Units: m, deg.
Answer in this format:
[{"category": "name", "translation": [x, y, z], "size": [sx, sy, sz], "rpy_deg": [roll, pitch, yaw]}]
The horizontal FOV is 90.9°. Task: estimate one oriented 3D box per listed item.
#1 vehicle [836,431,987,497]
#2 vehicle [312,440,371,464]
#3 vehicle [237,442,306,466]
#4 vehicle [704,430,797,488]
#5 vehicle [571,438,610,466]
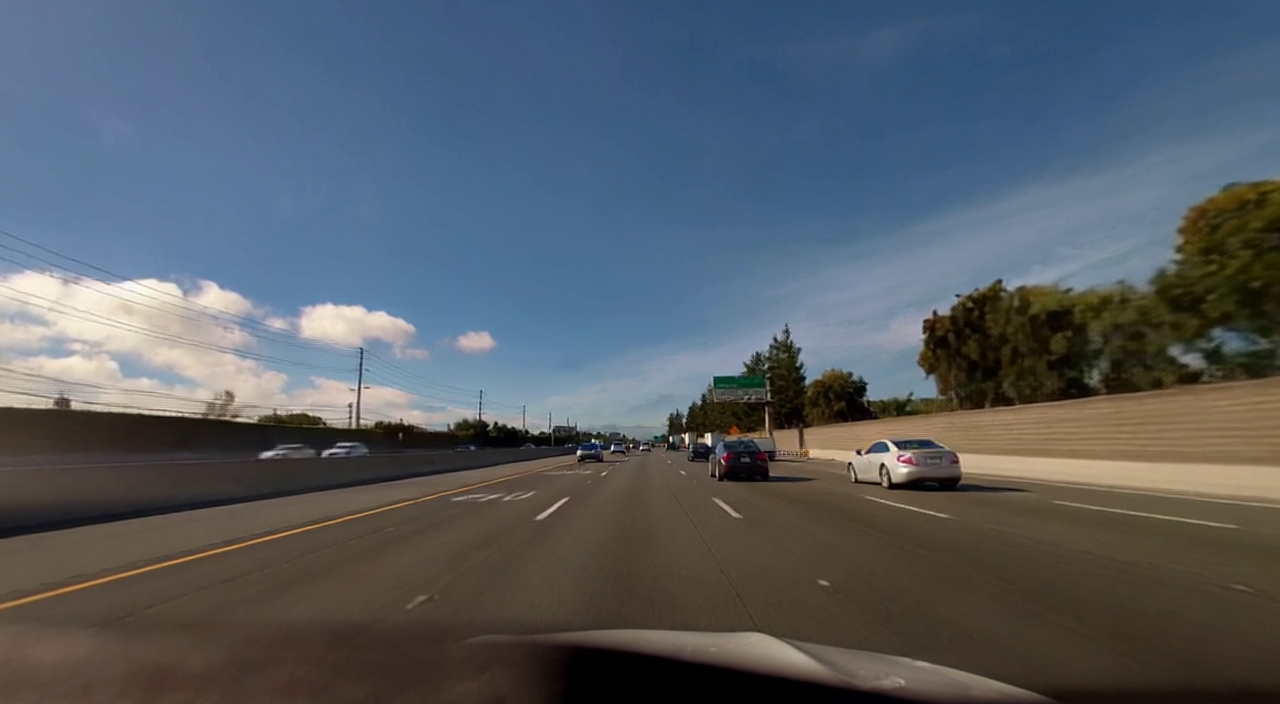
[{"category": "vehicle", "translation": [7.193, 3.015, 17.424], "size": [1.988, 1.518, 4.856], "rpy_deg": [0, -8, 0]}, {"category": "vehicle", "translation": [-22.010, 7.393, 46.757], "size": [2.003, 1.646, 4.699], "rpy_deg": [-1, -8, 1]}, {"category": "vehicle", "translation": [-26.727, 7.419, 45.917], "size": [2.001, 1.615, 4.744], "rpy_deg": [-1, -8, 2]}, {"category": "vehicle", "translation": [3.387, 3.387, 20.323], "size": [2.146, 1.639, 4.475], "rpy_deg": [0, -8, -1]}, {"category": "vehicle", "translation": [-3.230, 6.642, 42.067], "size": [2.106, 1.682, 4.395], "rpy_deg": [-1, -8, 2]}]
